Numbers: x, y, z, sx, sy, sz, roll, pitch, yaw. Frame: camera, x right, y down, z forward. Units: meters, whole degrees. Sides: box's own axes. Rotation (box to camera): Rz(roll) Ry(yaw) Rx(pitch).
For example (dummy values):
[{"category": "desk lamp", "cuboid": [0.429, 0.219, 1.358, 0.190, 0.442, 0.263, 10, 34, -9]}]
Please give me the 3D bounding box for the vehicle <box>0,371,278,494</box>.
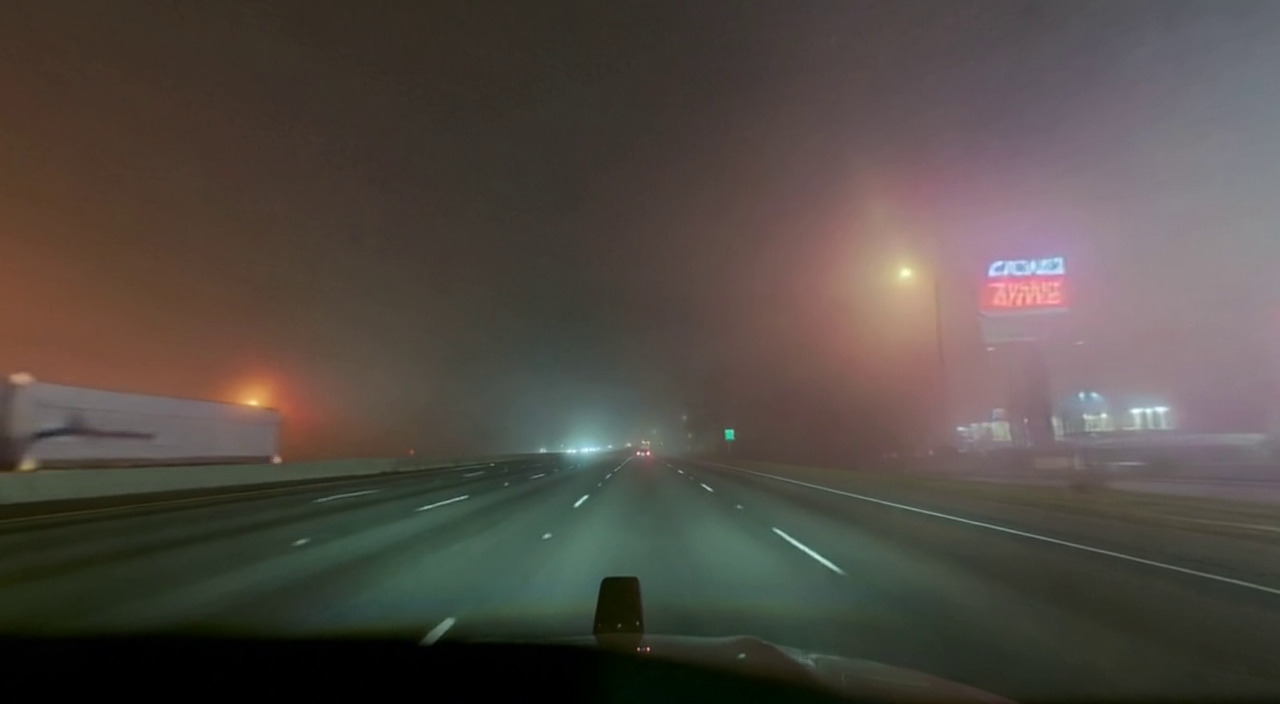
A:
[{"category": "vehicle", "cuboid": [-22.421, 3.768, 27.895, 2.909, 4.019, 16.387, 0, -9, 1]}]
